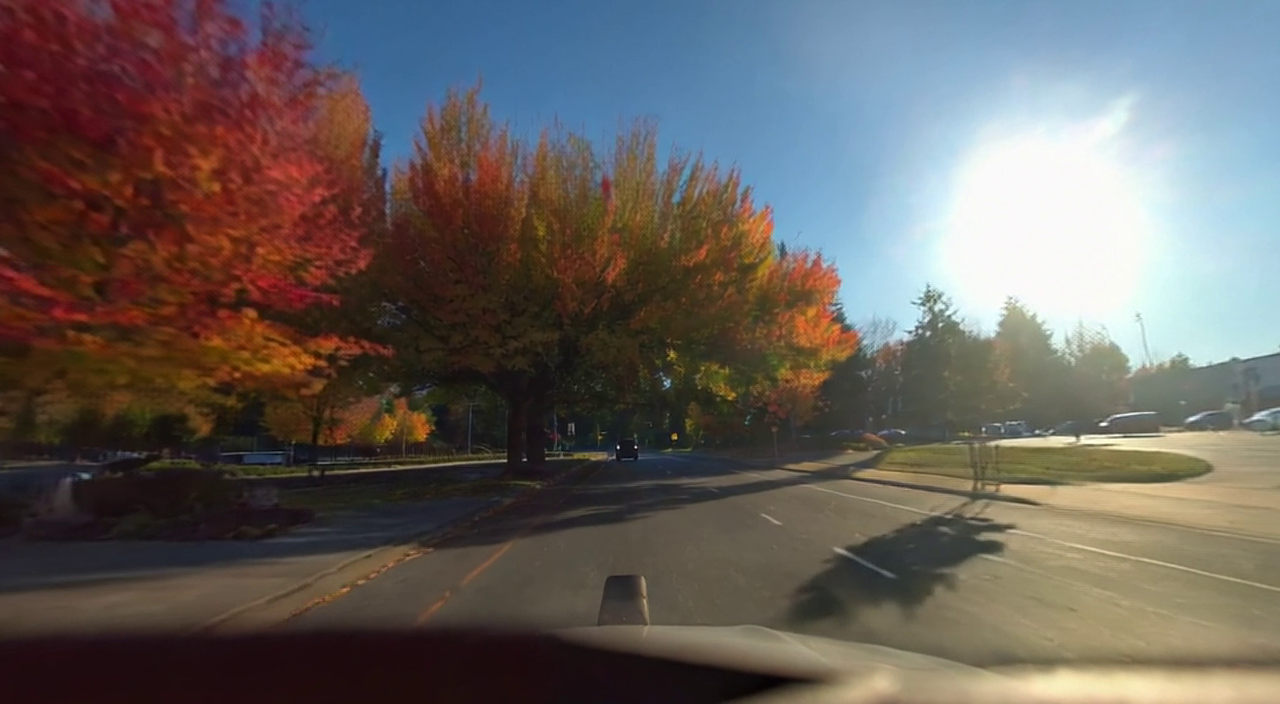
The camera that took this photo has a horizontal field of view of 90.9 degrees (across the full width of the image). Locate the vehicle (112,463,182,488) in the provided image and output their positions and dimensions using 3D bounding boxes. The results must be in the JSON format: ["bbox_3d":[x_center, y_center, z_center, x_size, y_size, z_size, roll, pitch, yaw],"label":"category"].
[{"bbox_3d":[-35.290,8.851,45.276,1.784,1.536,3.893,0,-8,2],"label":"vehicle"}]
